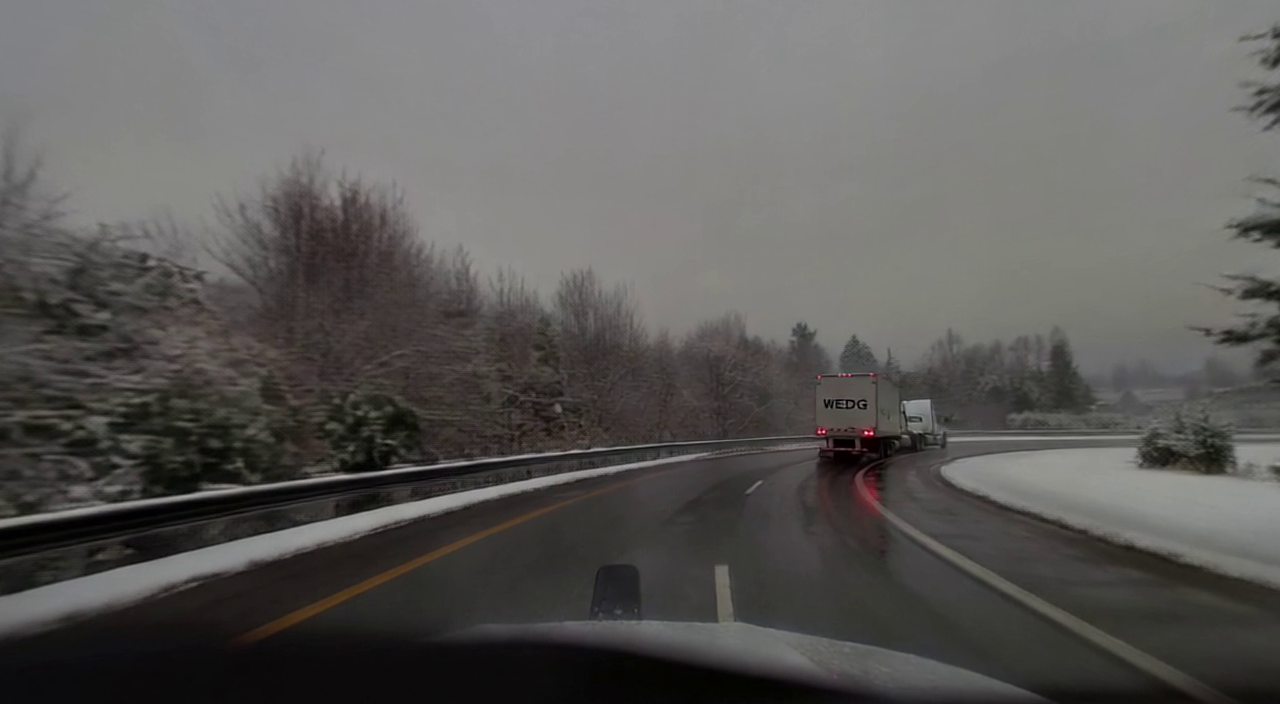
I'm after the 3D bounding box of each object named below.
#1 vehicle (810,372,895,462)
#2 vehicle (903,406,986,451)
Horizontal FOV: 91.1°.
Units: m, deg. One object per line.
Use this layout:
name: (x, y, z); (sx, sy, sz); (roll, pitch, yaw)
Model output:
vehicle: (9.635, 2.995, 28.398); (2.963, 3.771, 3.137); (-4, -9, 29)
vehicle: (18.665, 4.710, 38.344); (6.650, 2.524, 2.120); (7, -11, -43)
